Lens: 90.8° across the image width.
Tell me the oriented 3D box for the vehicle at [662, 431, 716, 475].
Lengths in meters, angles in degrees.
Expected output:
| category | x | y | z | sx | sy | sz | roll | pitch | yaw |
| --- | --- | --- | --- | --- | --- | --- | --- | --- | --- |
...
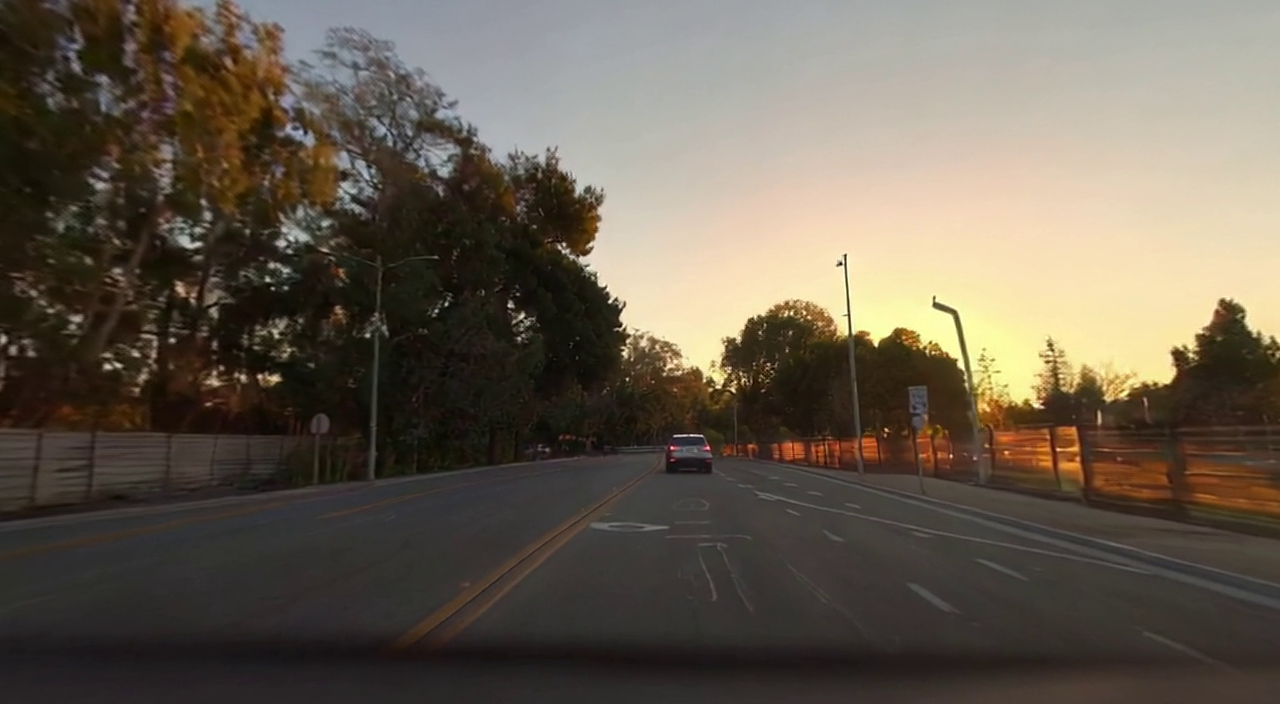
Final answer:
| category | x | y | z | sx | sy | sz | roll | pitch | yaw |
| --- | --- | --- | --- | --- | --- | --- | --- | --- | --- |
| vehicle | 2.170 | 4.548 | 28.689 | 2.230 | 1.827 | 4.580 | 0 | -8 | 4 |
